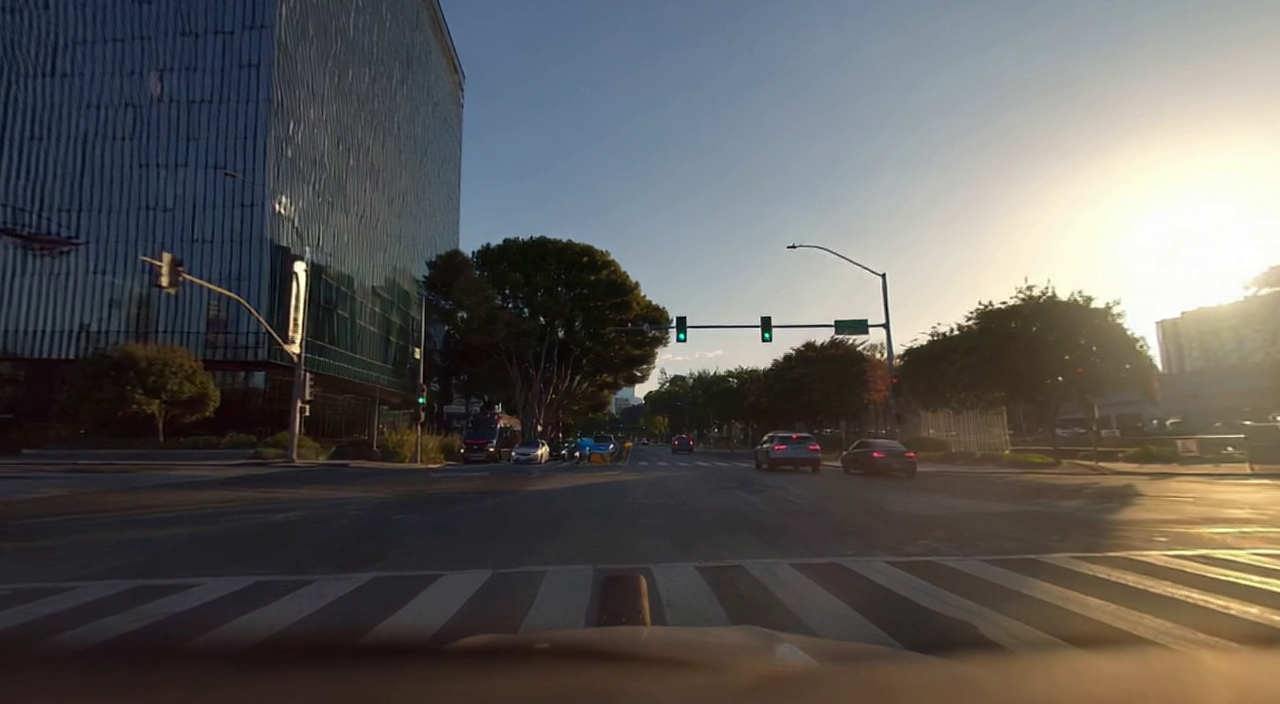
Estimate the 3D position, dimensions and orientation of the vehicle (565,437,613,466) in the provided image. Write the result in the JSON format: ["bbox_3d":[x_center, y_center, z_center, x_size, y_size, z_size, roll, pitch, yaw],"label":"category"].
[{"bbox_3d":[-2.742,5.478,34.767,2.147,1.481,4.331,0,-8,2],"label":"vehicle"}]

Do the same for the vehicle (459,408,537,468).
[{"bbox_3d":[-9.182,5.510,41.707,3.191,3.314,7.914,-3,-4,0],"label":"vehicle"}]

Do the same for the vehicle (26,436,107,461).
[{"bbox_3d":[-35.488,5.980,38.958,1.628,1.448,3.621,0,-9,-2],"label":"vehicle"}]

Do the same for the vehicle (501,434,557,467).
[{"bbox_3d":[-6.045,5.434,34.757,2.182,1.677,4.384,0,-8,1],"label":"vehicle"}]

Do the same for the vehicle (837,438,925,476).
[{"bbox_3d":[9.965,4.363,26.304,1.896,1.463,4.296,0,-8,-1],"label":"vehicle"}]

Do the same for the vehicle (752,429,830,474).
[{"bbox_3d":[6.241,4.187,26.581,2.098,1.723,4.881,0,-8,0],"label":"vehicle"}]
